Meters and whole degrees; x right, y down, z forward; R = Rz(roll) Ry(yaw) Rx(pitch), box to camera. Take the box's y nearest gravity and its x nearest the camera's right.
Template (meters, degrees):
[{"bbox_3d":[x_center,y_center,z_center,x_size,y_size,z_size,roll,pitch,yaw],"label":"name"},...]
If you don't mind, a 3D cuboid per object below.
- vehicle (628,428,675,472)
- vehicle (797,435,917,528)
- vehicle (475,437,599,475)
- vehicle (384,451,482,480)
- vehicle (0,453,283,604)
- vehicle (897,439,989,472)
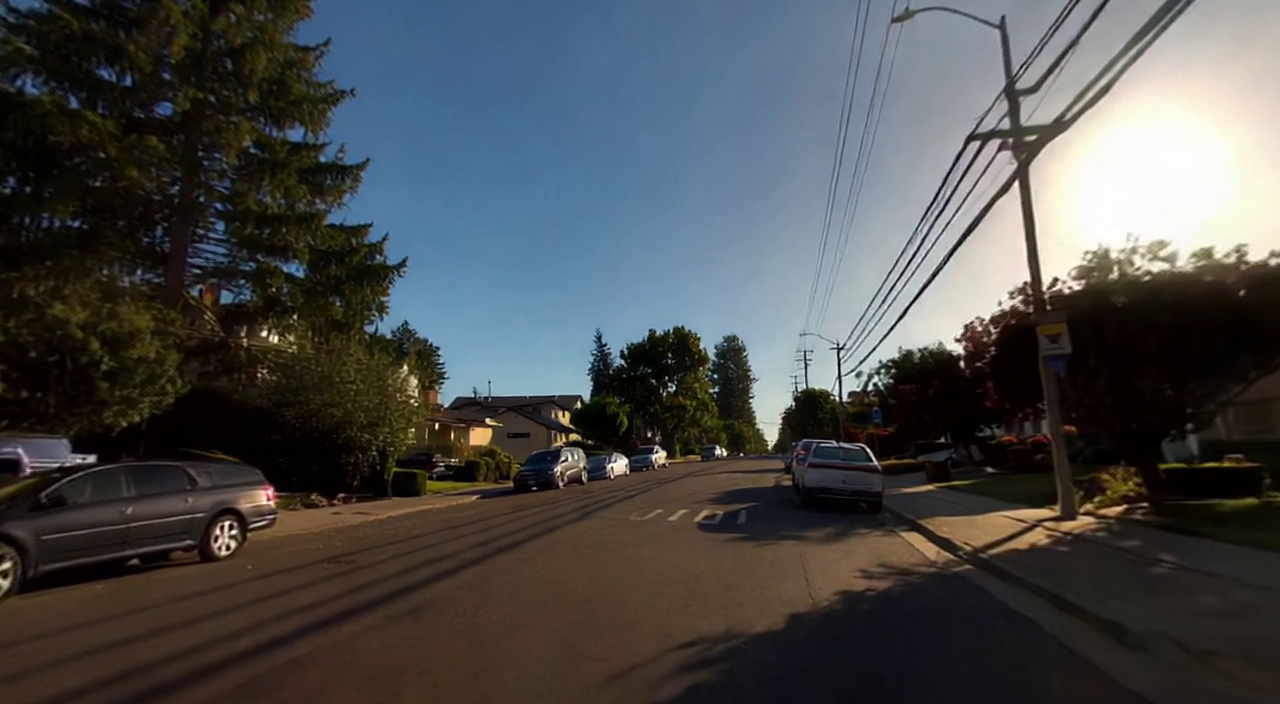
[{"bbox_3d":[0.908,6.954,45.136,2.199,2.902,5.848,-2,-9,12],"label":"vehicle"},{"bbox_3d":[4.136,2.477,12.566,1.908,1.572,3.105,-2,-9,13],"label":"vehicle"},{"bbox_3d":[-5.802,5.849,35.807,6.488,2.009,2.354,-2,-9,12],"label":"vehicle"},{"bbox_3d":[-10.662,5.858,32.672,4.481,1.420,1.712,-1,-9,9],"label":"vehicle"},{"bbox_3d":[-7.066,2.015,7.844,1.968,1.449,4.502,-2,-9,13],"label":"vehicle"},{"bbox_3d":[16.131,5.537,33.883,4.075,1.674,1.811,-2,-9,13],"label":"vehicle"}]
